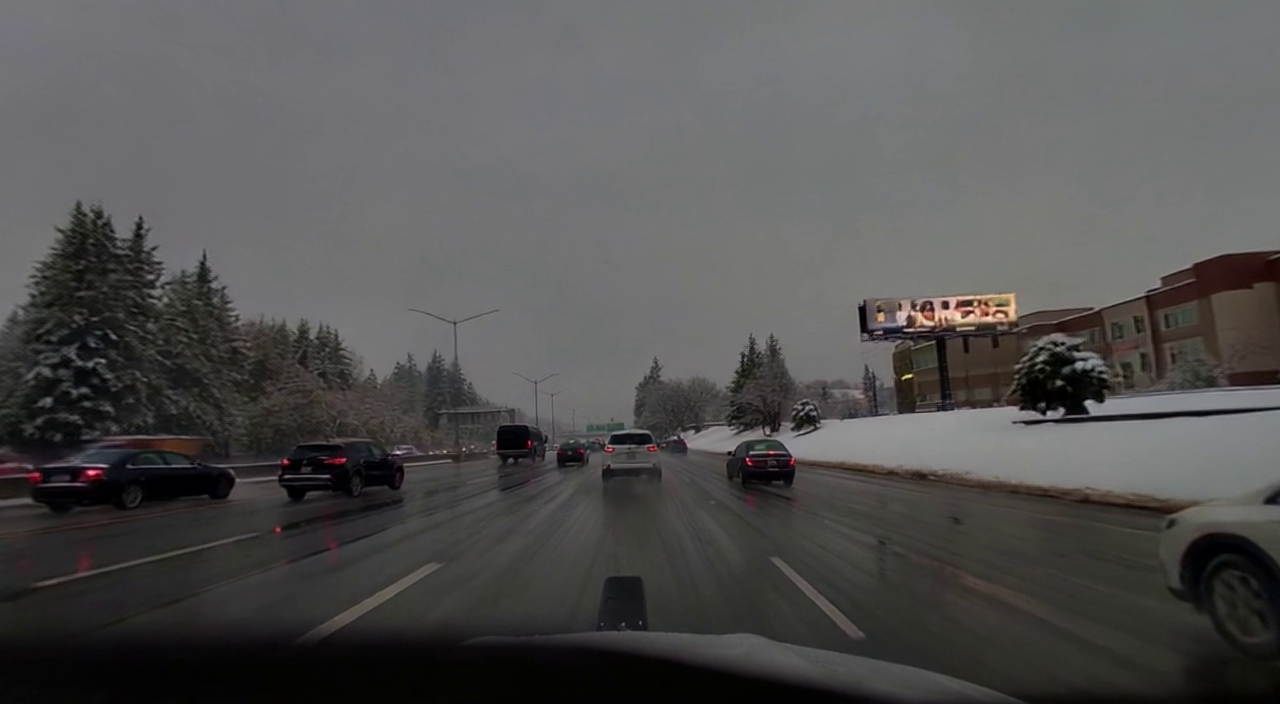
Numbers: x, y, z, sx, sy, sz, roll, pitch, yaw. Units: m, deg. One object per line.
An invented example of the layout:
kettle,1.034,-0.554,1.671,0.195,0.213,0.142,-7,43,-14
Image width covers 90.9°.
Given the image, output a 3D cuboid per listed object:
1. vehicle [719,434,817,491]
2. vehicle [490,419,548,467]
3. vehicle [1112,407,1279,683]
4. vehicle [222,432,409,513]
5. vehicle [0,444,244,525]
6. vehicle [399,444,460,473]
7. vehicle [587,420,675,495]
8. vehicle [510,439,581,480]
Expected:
vehicle,3.688,3.261,19.031,1.942,1.487,4.518,0,-8,-1
vehicle,-7.643,5.873,40.686,2.358,2.817,7.055,0,-8,0
vehicle,4.455,0.875,2.269,1.915,1.482,4.537,0,-8,-1
vehicle,-7.402,2.773,15.046,2.021,1.632,4.417,0,-8,1
vehicle,-11.155,2.746,13.784,1.970,1.441,4.555,0,-8,1
vehicle,-11.371,5.747,34.273,1.923,1.480,3.905,0,-8,1
vehicle,-0.236,2.988,18.195,2.209,1.863,4.626,0,-8,0
vehicle,-3.715,4.305,25.614,2.079,1.499,4.512,0,-8,1
